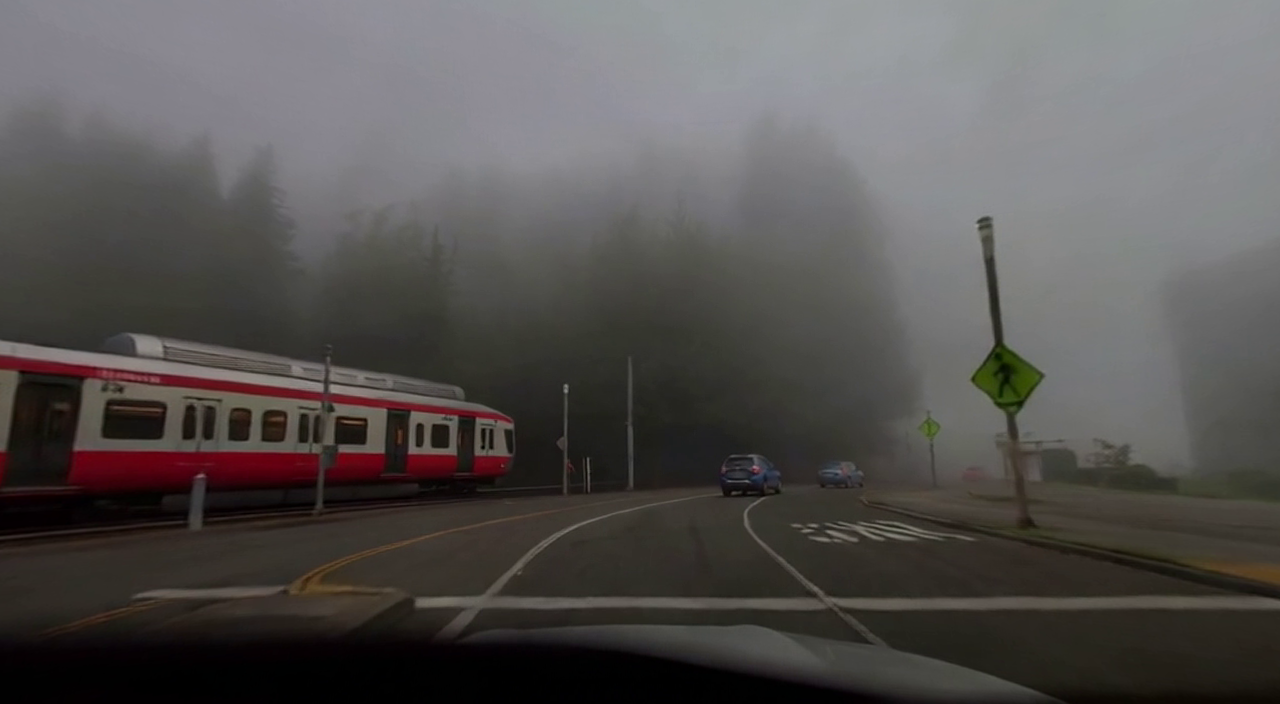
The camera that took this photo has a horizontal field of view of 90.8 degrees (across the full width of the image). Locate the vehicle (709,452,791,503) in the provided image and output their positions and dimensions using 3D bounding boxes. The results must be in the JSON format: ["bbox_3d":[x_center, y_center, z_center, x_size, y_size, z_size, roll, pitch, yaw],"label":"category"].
[{"bbox_3d":[4.506,4.931,25.313,2.263,1.765,4.237,-4,-9,23],"label":"vehicle"}]

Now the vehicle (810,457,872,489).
[{"bbox_3d":[12.147,7.237,38.073,2.010,1.725,4.320,-7,-11,39],"label":"vehicle"}]

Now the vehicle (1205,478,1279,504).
[{"bbox_3d":[40.135,9.144,41.558,3.934,1.480,1.728,-4,-9,22],"label":"vehicle"}]
